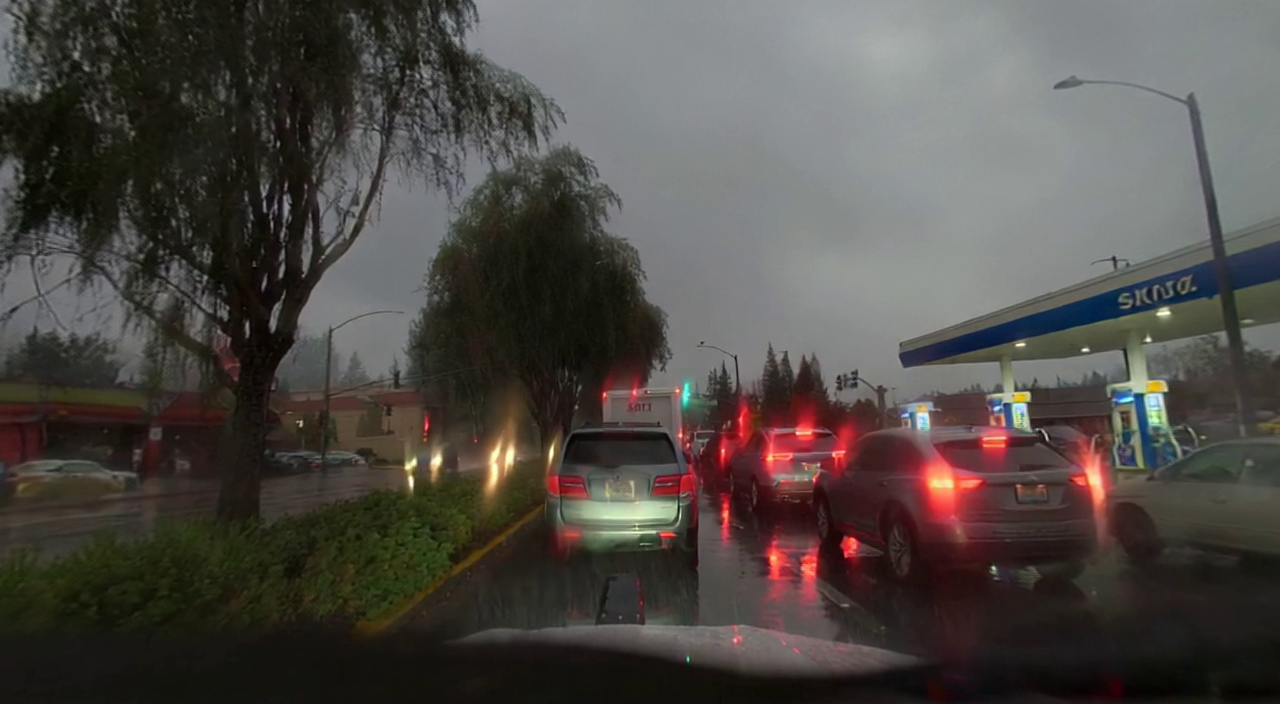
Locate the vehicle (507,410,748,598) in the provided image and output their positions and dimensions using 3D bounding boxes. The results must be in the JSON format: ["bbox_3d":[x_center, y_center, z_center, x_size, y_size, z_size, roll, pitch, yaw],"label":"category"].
[{"bbox_3d":[-0.147,1.611,7.462,2.106,1.613,3.697,0,-9,-1],"label":"vehicle"}]

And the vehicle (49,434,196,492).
[{"bbox_3d":[-26.940,5.768,33.300,2.571,2.711,6.027,0,-9,0],"label":"vehicle"}]

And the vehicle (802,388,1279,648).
[{"bbox_3d":[3.365,1.419,6.471,2.056,1.700,4.399,0,-9,-3],"label":"vehicle"}]
